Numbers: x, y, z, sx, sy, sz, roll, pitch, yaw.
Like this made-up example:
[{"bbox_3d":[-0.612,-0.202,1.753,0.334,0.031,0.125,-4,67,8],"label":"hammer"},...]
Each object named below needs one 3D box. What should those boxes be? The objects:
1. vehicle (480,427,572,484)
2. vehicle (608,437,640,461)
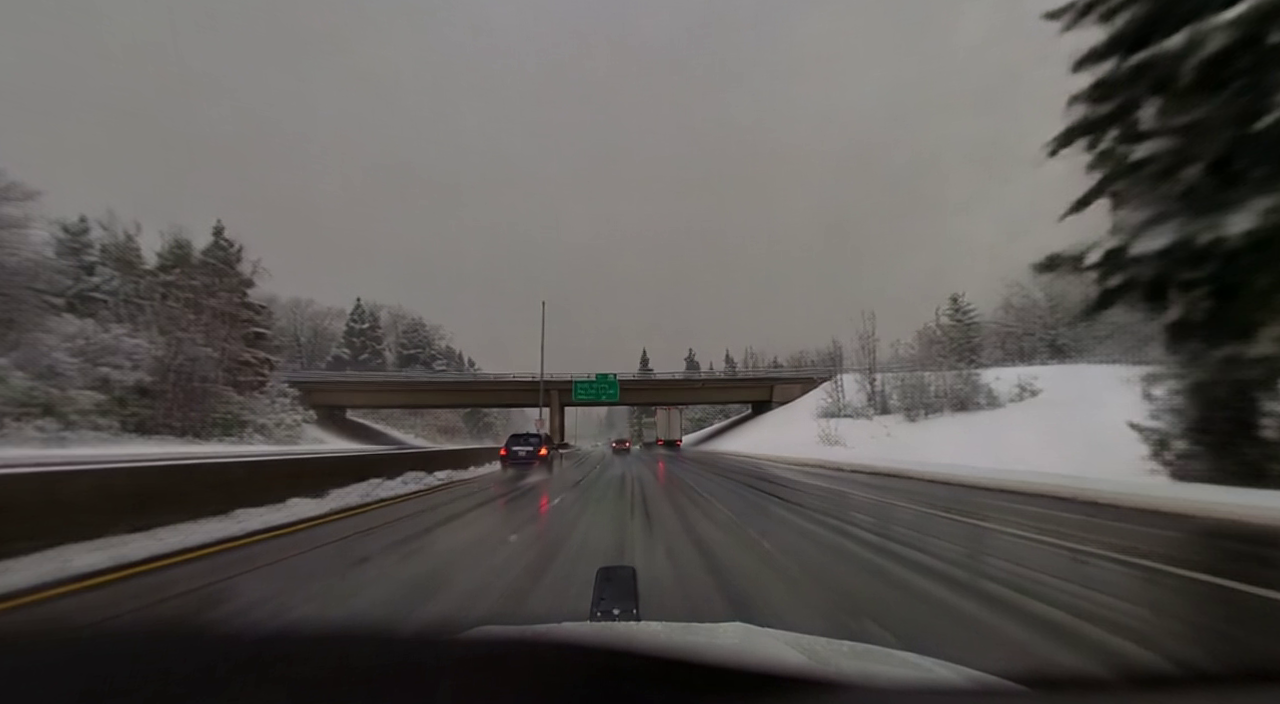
[{"bbox_3d":[-3.876,3.614,22.303,2.377,1.747,4.703,0,-8,0],"label":"vehicle"},{"bbox_3d":[-1.120,6.766,44.073,2.125,1.542,3.816,0,-8,-1],"label":"vehicle"}]
